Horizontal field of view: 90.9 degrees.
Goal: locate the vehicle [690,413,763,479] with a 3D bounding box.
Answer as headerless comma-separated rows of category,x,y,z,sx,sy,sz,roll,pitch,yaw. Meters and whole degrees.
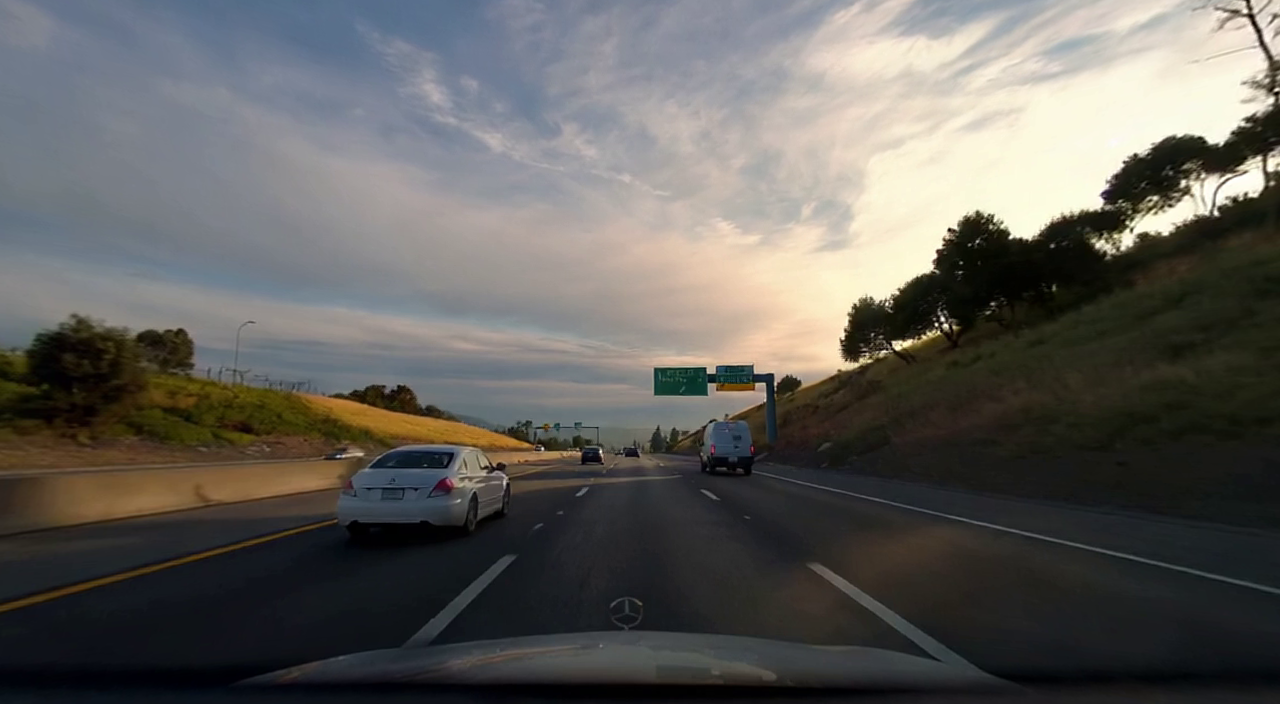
vehicle,3.701,4.221,28.292,2.361,2.636,5.684,0,-9,-1

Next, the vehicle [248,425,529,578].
vehicle,-2.958,1.888,8.794,1.939,1.513,4.773,0,-9,0
